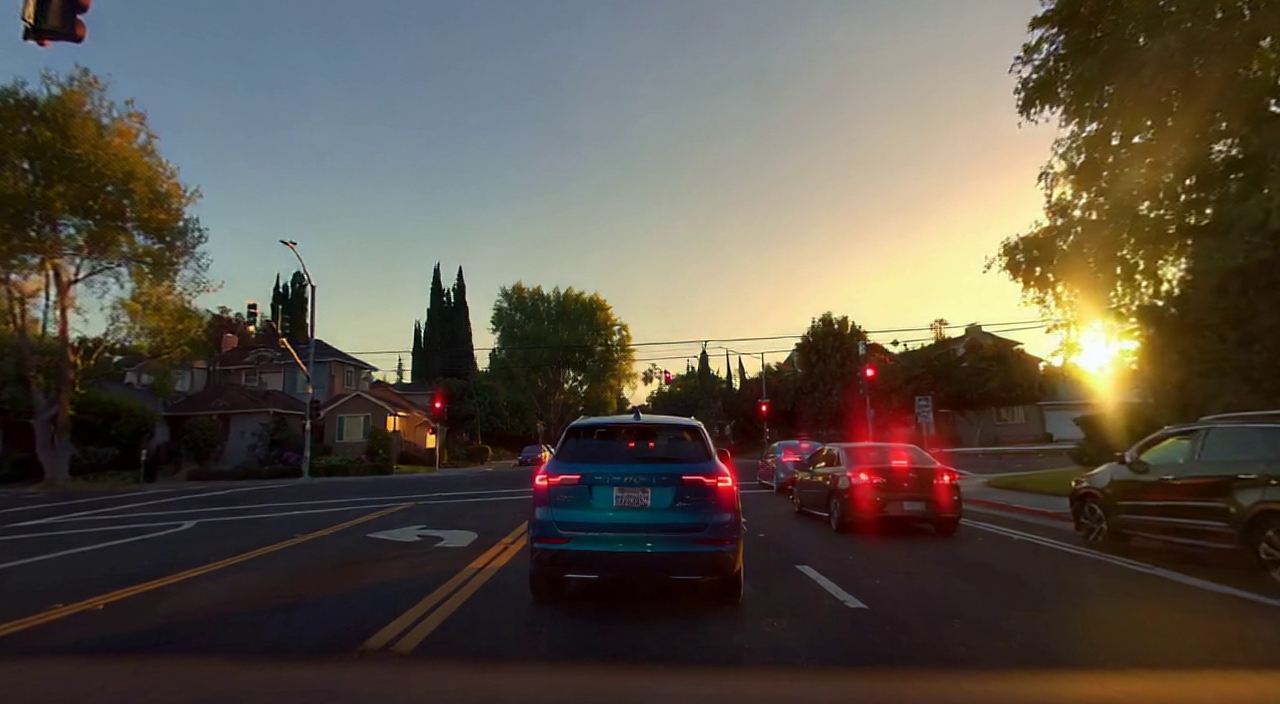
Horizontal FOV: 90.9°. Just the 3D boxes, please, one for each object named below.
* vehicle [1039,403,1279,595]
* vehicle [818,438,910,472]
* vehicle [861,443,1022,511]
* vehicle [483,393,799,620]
[{"bbox_3d":[7.016,1.546,7.049,1.989,1.791,4.735,0,-8,0],"label":"vehicle"},{"bbox_3d":[11.177,5.069,31.306,4.755,1.527,2.077,7,-11,-40],"label":"vehicle"},{"bbox_3d":[7.277,3.011,15.818,1.860,1.436,4.479,0,-8,0],"label":"vehicle"},{"bbox_3d":[0.035,1.461,6.904,2.322,1.667,4.367,0,-8,1],"label":"vehicle"}]
